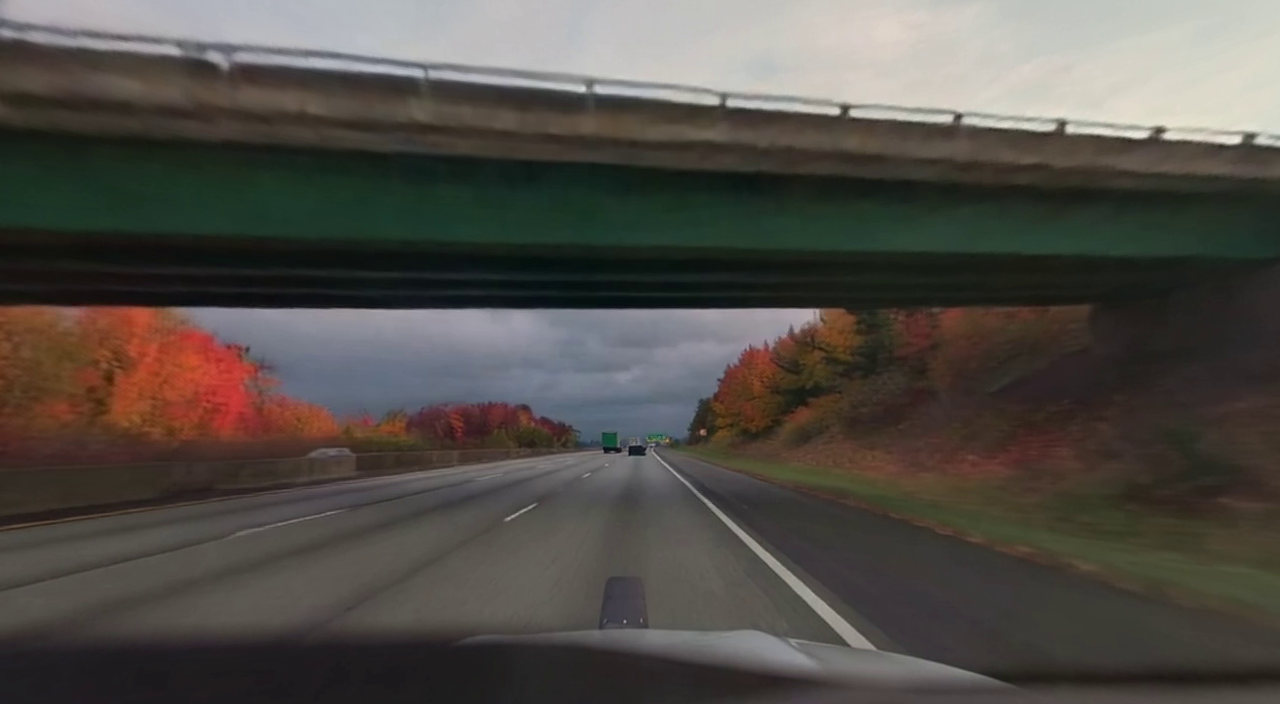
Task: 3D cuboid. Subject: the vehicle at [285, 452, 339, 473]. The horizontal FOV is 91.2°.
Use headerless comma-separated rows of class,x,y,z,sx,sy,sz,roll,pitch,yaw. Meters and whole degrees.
vehicle,-25.509,8.573,48.938,1.794,1.521,4.571,0,-8,-1
